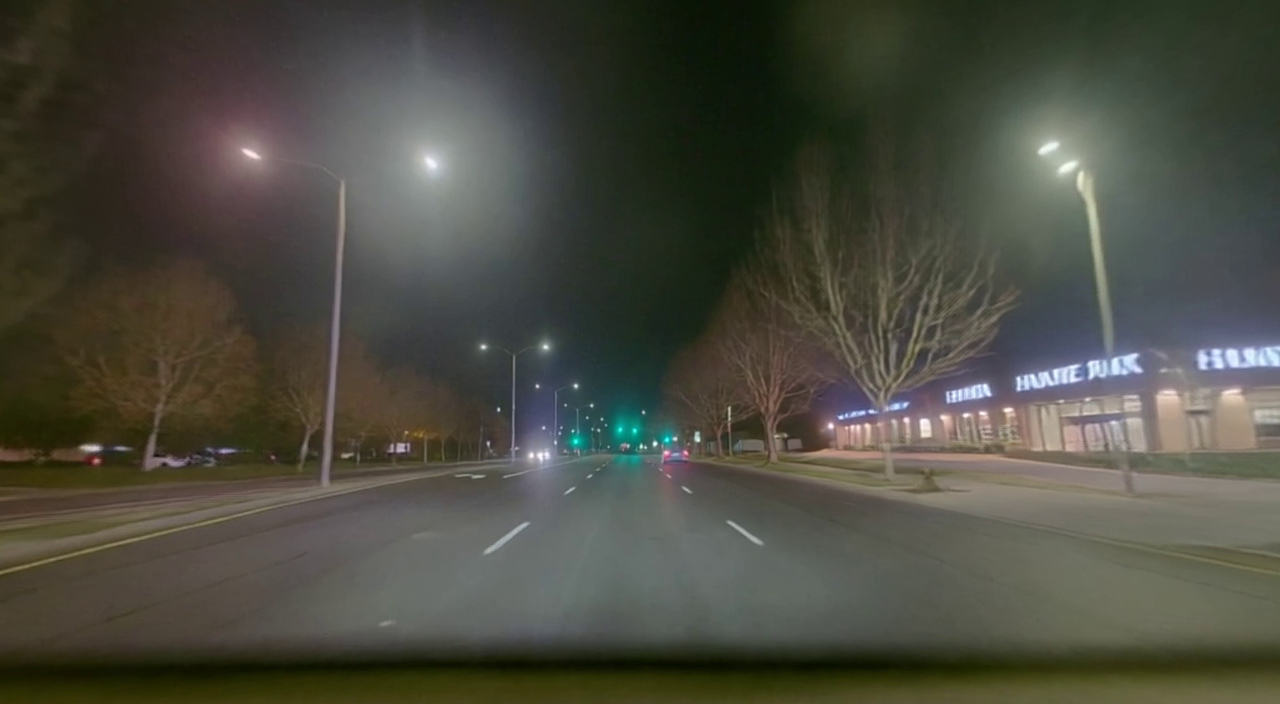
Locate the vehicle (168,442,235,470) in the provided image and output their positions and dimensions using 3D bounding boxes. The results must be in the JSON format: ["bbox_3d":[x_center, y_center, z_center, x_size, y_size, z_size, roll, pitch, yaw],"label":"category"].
[{"bbox_3d":[-33.389,7.905,47.948,3.825,1.489,1.778,-7,-7,-2],"label":"vehicle"}]

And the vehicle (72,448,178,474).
[{"bbox_3d":[-32.871,6.946,40.279,4.736,1.573,2.176,0,-8,-3],"label":"vehicle"}]
